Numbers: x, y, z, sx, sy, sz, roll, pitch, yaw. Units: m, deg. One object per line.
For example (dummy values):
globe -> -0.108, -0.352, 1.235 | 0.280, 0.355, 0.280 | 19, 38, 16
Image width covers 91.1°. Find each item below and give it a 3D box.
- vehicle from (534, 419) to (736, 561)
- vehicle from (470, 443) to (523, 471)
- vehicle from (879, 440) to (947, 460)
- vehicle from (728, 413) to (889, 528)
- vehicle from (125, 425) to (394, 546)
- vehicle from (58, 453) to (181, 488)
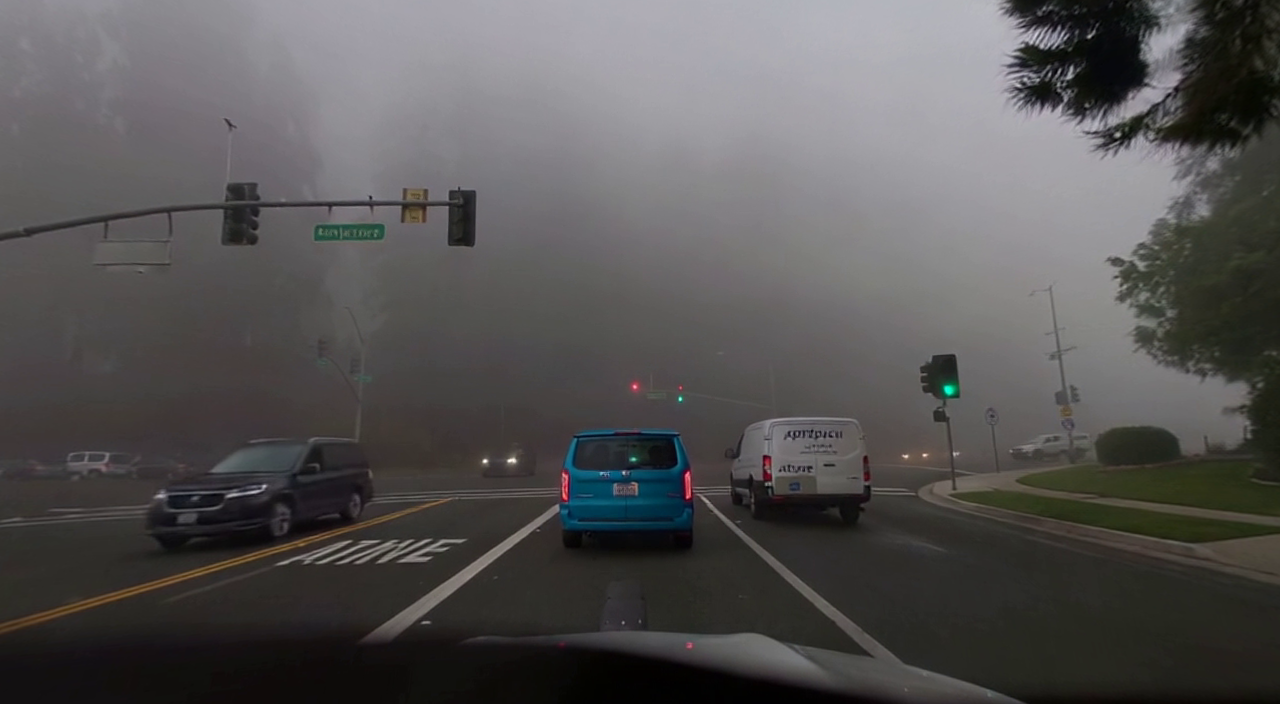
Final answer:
vehicle -> -0.066, 1.923, 9.502 | 2.321, 1.624, 4.367 | 0, -8, 0
vehicle -> -9.753, 7.206, 43.219 | 2.394, 1.815, 4.818 | 0, -8, 2
vehicle -> 20.843, 7.520, 48.033 | 4.377, 1.483, 1.801 | 1, -9, -7
vehicle -> 3.141, 2.314, 12.793 | 2.059, 1.924, 4.257 | 0, -8, 0
vehicle -> -6.615, 2.343, 11.781 | 2.070, 1.775, 4.703 | 0, -8, 0
vehicle -> -25.268, 5.754, 30.618 | 4.073, 1.603, 1.920 | 1, -9, -8
